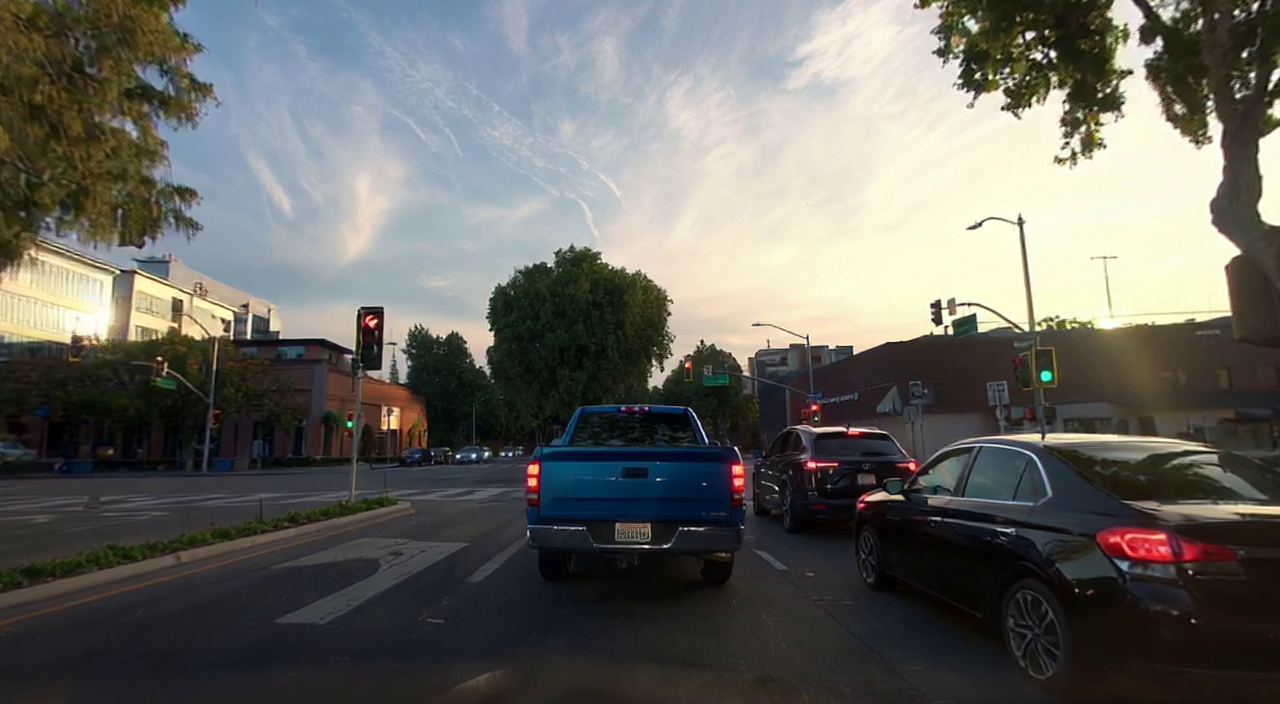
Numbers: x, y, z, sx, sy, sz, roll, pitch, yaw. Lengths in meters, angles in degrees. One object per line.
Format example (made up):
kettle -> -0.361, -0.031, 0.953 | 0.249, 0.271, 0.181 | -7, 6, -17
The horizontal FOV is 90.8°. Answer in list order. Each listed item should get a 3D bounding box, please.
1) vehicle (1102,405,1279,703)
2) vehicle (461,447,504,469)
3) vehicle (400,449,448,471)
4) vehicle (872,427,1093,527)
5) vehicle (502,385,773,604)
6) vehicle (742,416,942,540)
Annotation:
vehicle -> 3.253, 0.708, 0.764 | 2.057, 1.463, 4.365 | 0, -8, 0
vehicle -> -11.741, 7.917, 47.388 | 1.989, 1.459, 4.667 | 0, -8, 1
vehicle -> -15.828, 7.904, 46.557 | 1.915, 1.491, 4.347 | 0, -8, 1
vehicle -> 6.545, 2.410, 12.802 | 2.002, 1.651, 4.305 | 0, -8, -1
vehicle -> -0.118, 1.570, 7.870 | 2.344, 1.883, 4.572 | 0, -8, -3
vehicle -> 3.231, 2.119, 11.250 | 2.013, 1.742, 4.424 | 0, -8, -1
